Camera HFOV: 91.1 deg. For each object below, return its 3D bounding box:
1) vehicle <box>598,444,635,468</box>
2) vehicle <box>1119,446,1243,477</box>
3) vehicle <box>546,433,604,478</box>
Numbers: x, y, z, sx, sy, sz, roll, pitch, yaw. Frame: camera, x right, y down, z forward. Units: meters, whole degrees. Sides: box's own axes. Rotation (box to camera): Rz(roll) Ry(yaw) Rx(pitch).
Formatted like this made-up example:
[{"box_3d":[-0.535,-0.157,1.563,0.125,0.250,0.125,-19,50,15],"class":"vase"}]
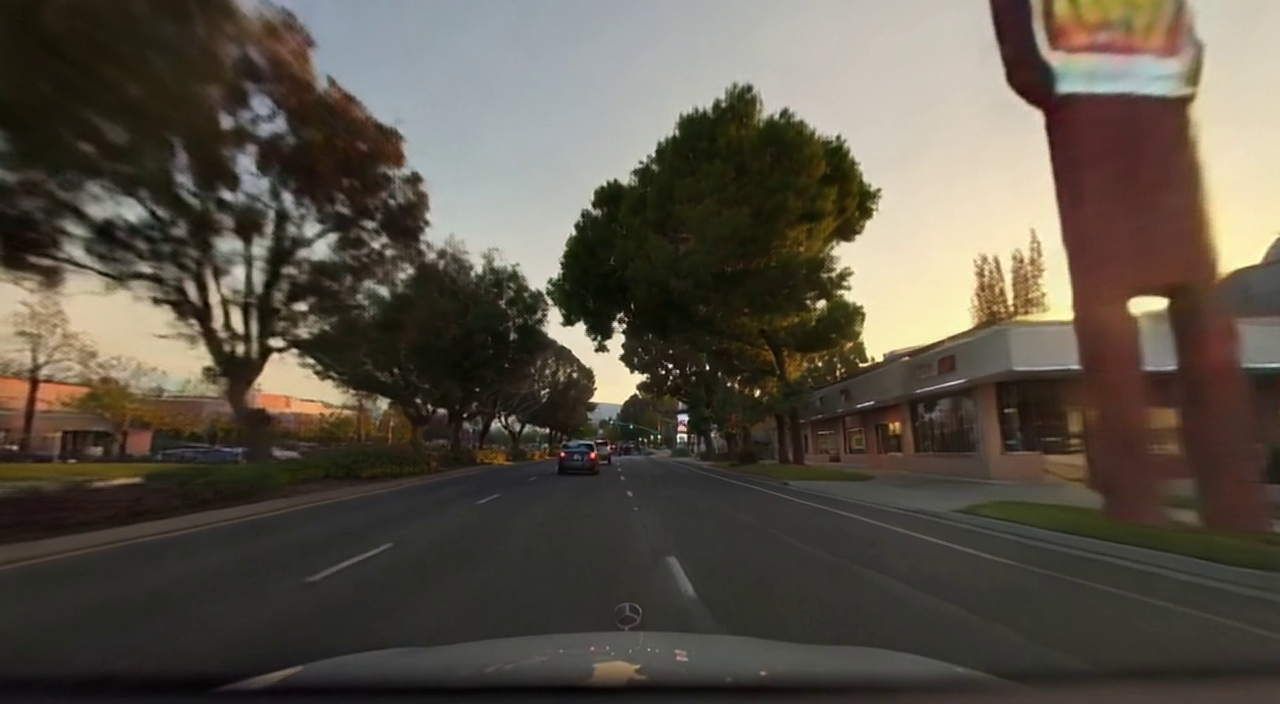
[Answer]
[{"box_3d":[-1.574,6.741,40.996,2.113,1.446,4.309,1,-8,-6],"class":"vehicle"},{"box_3d":[26.256,5.311,30.570,4.375,1.400,2.017,1,-8,-6],"class":"vehicle"},{"box_3d":[-2.904,4.799,29.327,2.222,1.899,5.006,0,-8,0],"class":"vehicle"}]
